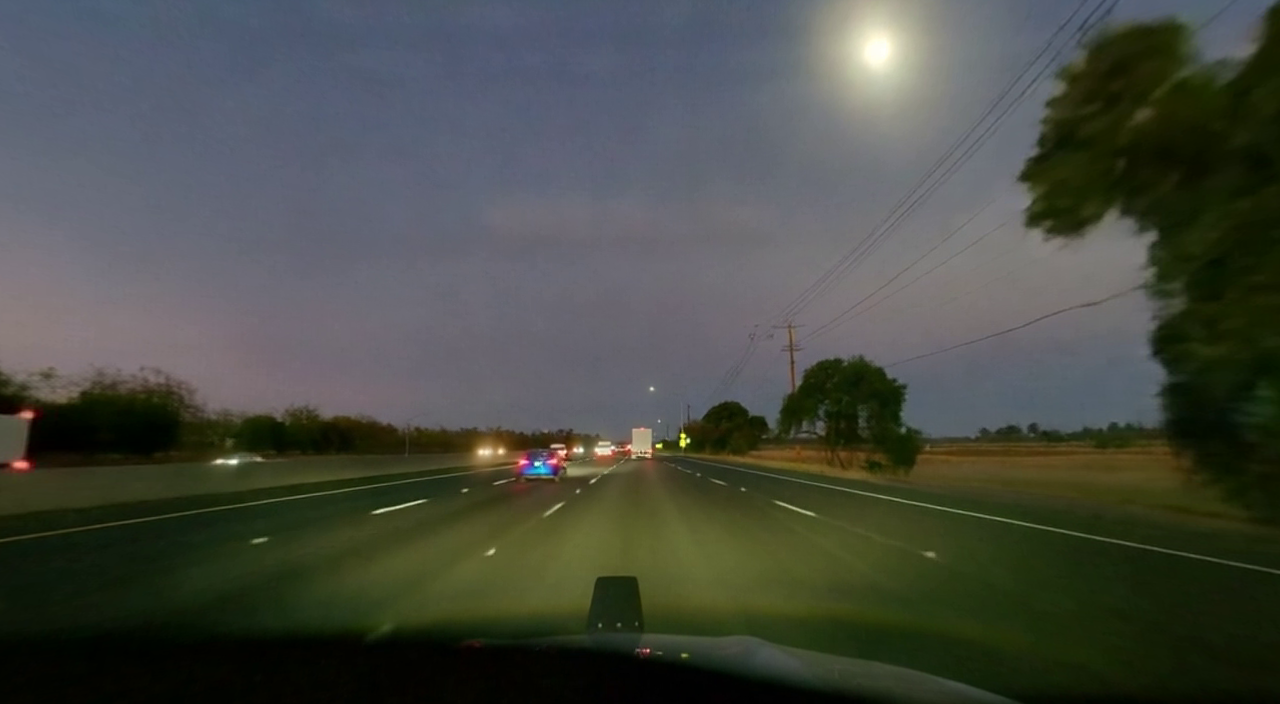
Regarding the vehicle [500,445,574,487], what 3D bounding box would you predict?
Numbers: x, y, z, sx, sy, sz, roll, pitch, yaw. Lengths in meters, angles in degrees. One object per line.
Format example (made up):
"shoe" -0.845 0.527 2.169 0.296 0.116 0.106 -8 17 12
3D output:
"vehicle" -3.953 4.482 25.006 2.104 1.501 4.459 0 -9 1
